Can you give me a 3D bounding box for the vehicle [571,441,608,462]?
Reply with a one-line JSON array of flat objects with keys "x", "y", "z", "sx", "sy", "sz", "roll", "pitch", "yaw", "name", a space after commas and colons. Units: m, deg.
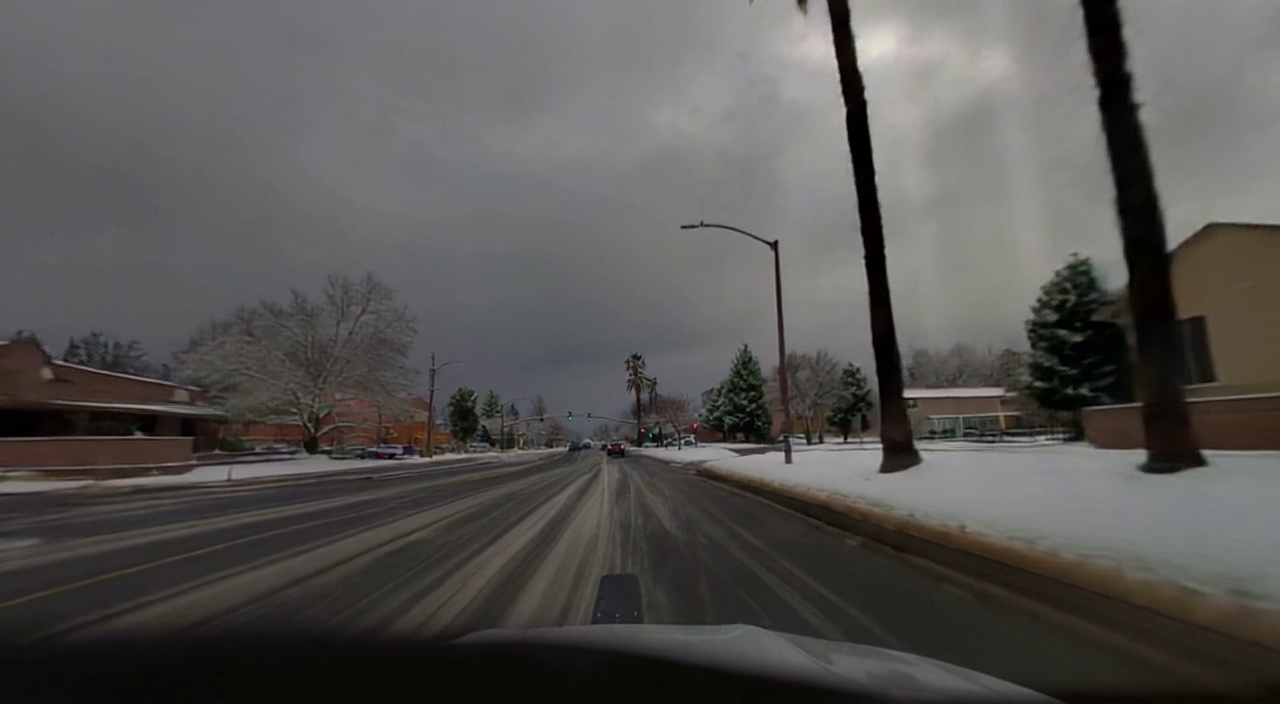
[{"x": -3.820, "y": 7.633, "z": 48.641, "sx": 2.060, "sy": 1.526, "sz": 3.859, "roll": -1, "pitch": -8, "yaw": 7, "name": "vehicle"}]
